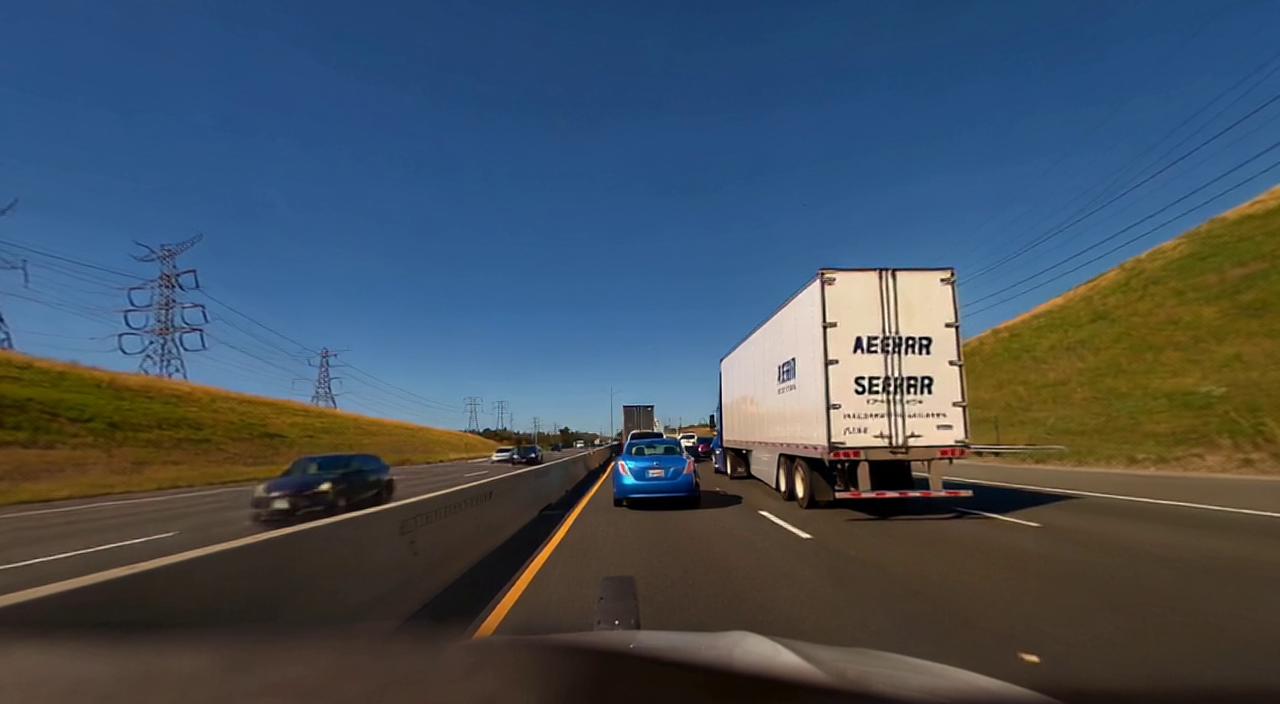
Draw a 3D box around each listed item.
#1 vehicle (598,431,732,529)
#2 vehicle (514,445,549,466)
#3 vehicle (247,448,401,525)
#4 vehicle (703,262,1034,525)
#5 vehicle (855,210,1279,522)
[{"bbox_3d":[0.331,2.205,11.437,2.045,1.446,3.597,0,-8,-2],"label":"vehicle"},{"bbox_3d":[-8.202,7.832,47.800,1.848,1.512,4.327,-1,-8,0],"label":"vehicle"},{"bbox_3d":[-7.778,3.294,15.981,1.926,1.606,3.853,-1,-8,-1],"label":"vehicle"},{"bbox_3d":[4.180,1.574,16.827,3.138,4.065,14.276,0,-8,-2],"label":"vehicle"},{"bbox_3d":[8.700,0.983,14.459,2.845,4.146,12.401,0,-8,-1],"label":"vehicle"}]
